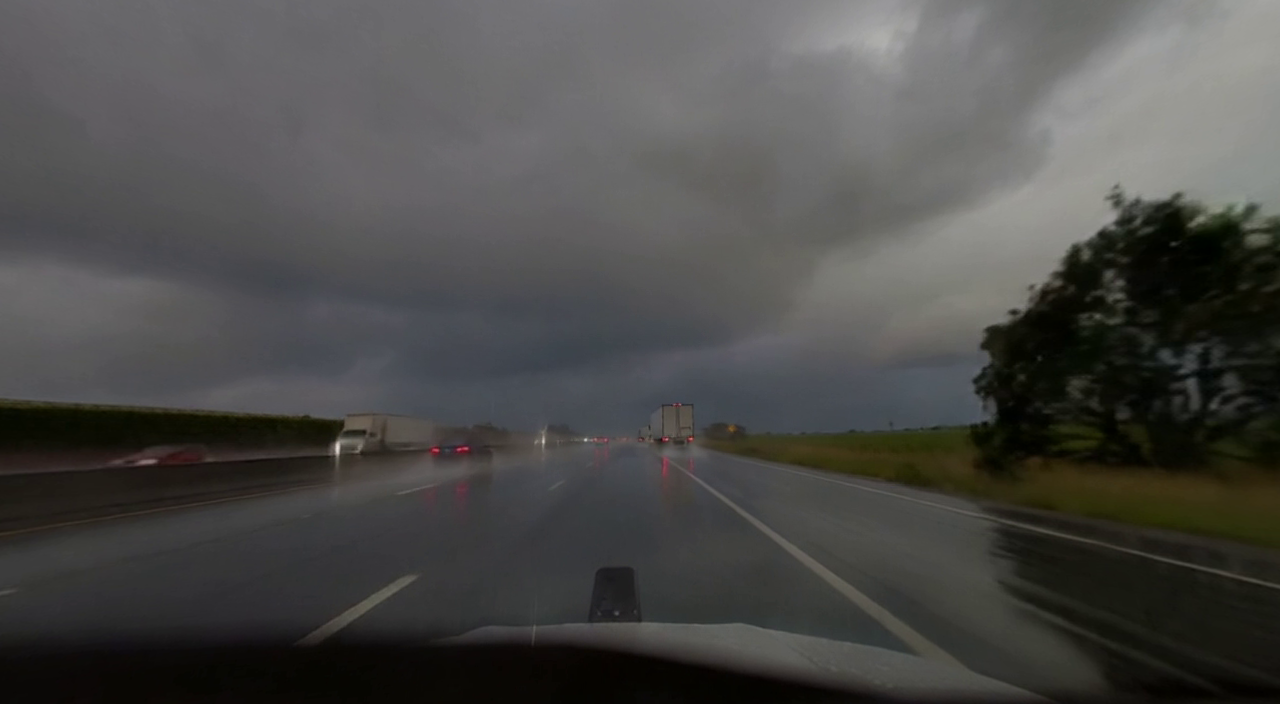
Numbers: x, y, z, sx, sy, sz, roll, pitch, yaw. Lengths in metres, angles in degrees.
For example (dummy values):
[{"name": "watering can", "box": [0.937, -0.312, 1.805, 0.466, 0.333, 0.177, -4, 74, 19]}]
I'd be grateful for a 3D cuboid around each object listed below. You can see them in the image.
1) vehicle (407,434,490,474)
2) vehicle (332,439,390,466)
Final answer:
[{"name": "vehicle", "box": [-7.483, 4.002, 25.127, 2.018, 1.454, 4.290, 0, -8, -1]}, {"name": "vehicle", "box": [-15.931, 5.739, 36.190, 1.719, 1.415, 3.545, 0, -8, -1]}]
